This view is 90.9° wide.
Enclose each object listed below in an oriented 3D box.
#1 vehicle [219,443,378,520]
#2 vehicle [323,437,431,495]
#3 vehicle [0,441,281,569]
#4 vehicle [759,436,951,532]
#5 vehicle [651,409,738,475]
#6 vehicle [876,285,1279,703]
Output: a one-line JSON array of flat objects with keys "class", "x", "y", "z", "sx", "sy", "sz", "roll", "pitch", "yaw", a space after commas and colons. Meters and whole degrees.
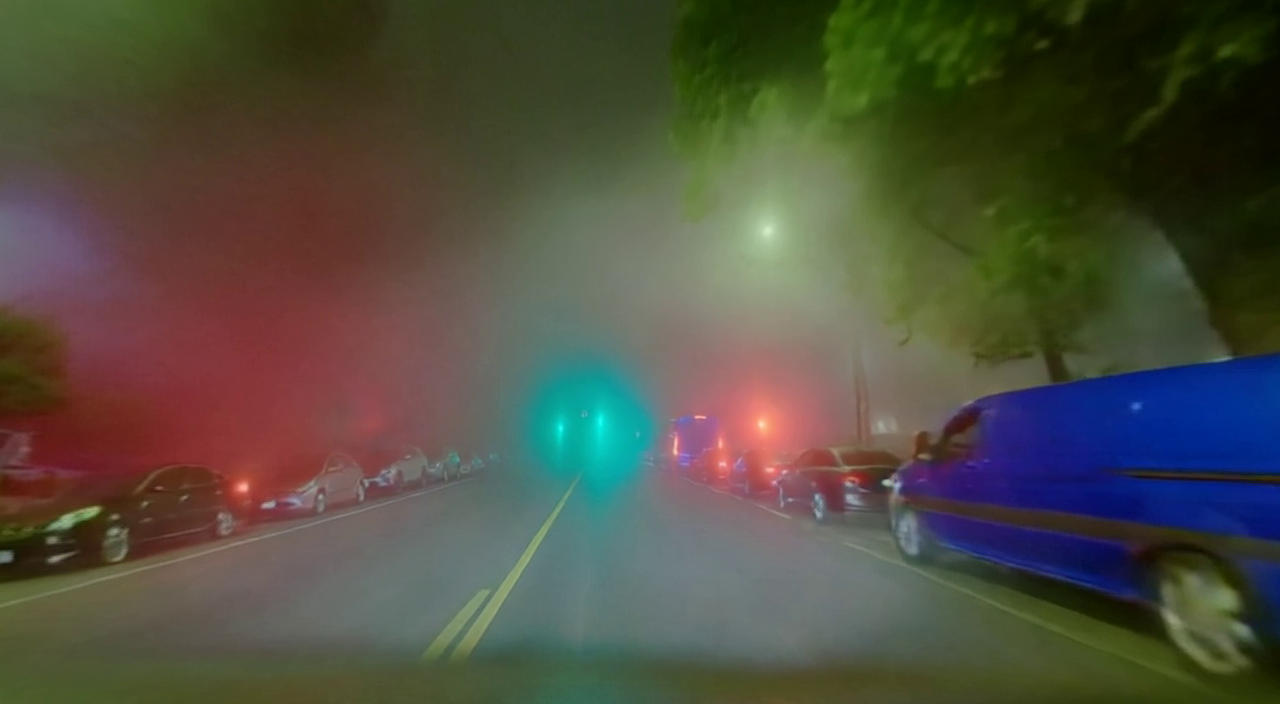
[{"class": "vehicle", "x": -7.814, "y": 2.935, "z": 14.912, "sx": 1.775, "sy": 1.433, "sz": 4.011, "roll": -1, "pitch": -7, "yaw": -4}, {"class": "vehicle", "x": -8.277, "y": 3.568, "z": 20.294, "sx": 1.874, "sy": 1.607, "sz": 4.174, "roll": 0, "pitch": -8, "yaw": -4}, {"class": "vehicle", "x": -7.580, "y": 2.138, "z": 9.719, "sx": 1.950, "sy": 1.489, "sz": 4.214, "roll": 0, "pitch": -8, "yaw": -6}, {"class": "vehicle", "x": 3.729, "y": 2.334, "z": 11.918, "sx": 1.804, "sy": 1.453, "sz": 4.462, "roll": 1, "pitch": -8, "yaw": -4}, {"class": "vehicle", "x": 2.465, "y": 4.428, "z": 31.142, "sx": 3.089, "sy": 2.882, "sz": 6.770, "roll": 1, "pitch": -8, "yaw": -5}, {"class": "vehicle", "x": 4.109, "y": 0.914, "z": 4.336, "sx": 2.309, "sy": 2.035, "sz": 6.647, "roll": 0, "pitch": -8, "yaw": -1}]
